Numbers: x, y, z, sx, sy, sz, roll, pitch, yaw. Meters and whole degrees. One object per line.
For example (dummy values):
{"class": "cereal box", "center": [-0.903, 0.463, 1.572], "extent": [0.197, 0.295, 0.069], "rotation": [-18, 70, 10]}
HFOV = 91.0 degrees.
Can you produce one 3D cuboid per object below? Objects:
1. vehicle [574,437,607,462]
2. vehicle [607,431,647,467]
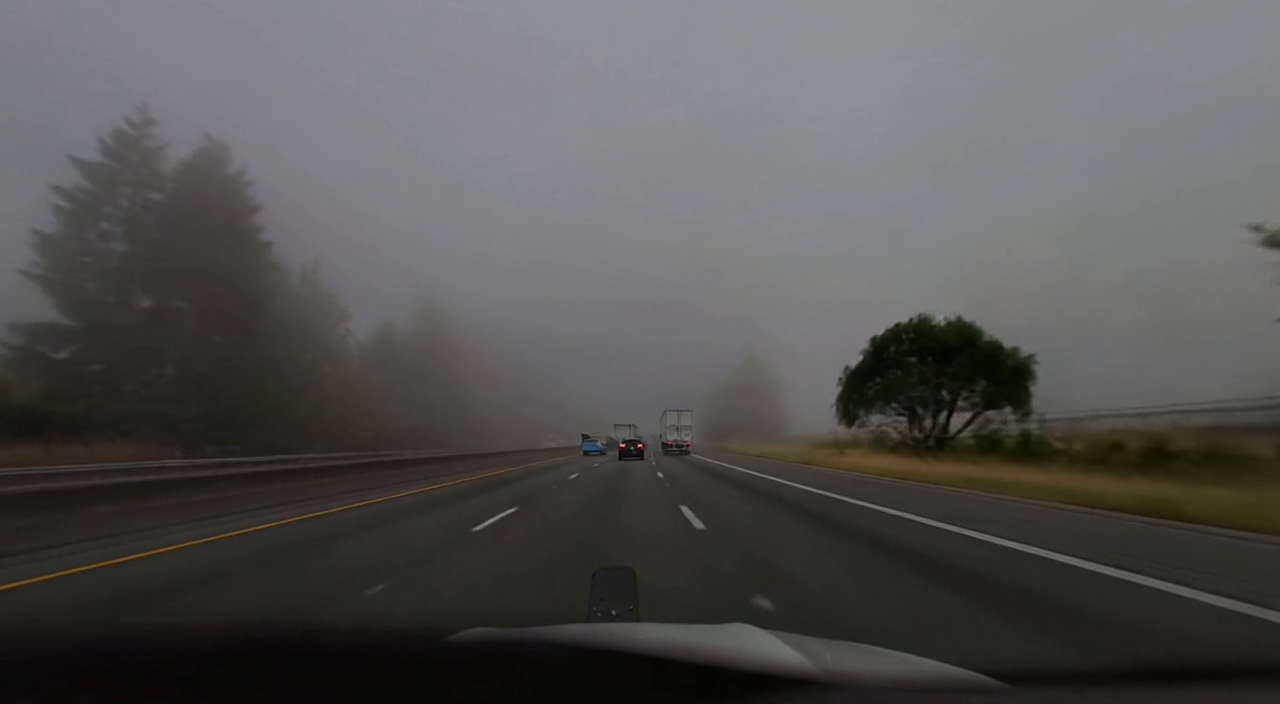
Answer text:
{"class": "vehicle", "center": [-3.612, 7.248, 46.925], "extent": [2.047, 1.757, 4.183], "rotation": [-1, -8, 1]}
{"class": "vehicle", "center": [-0.747, 5.677, 37.006], "extent": [2.211, 1.933, 4.315], "rotation": [0, -8, 0]}
